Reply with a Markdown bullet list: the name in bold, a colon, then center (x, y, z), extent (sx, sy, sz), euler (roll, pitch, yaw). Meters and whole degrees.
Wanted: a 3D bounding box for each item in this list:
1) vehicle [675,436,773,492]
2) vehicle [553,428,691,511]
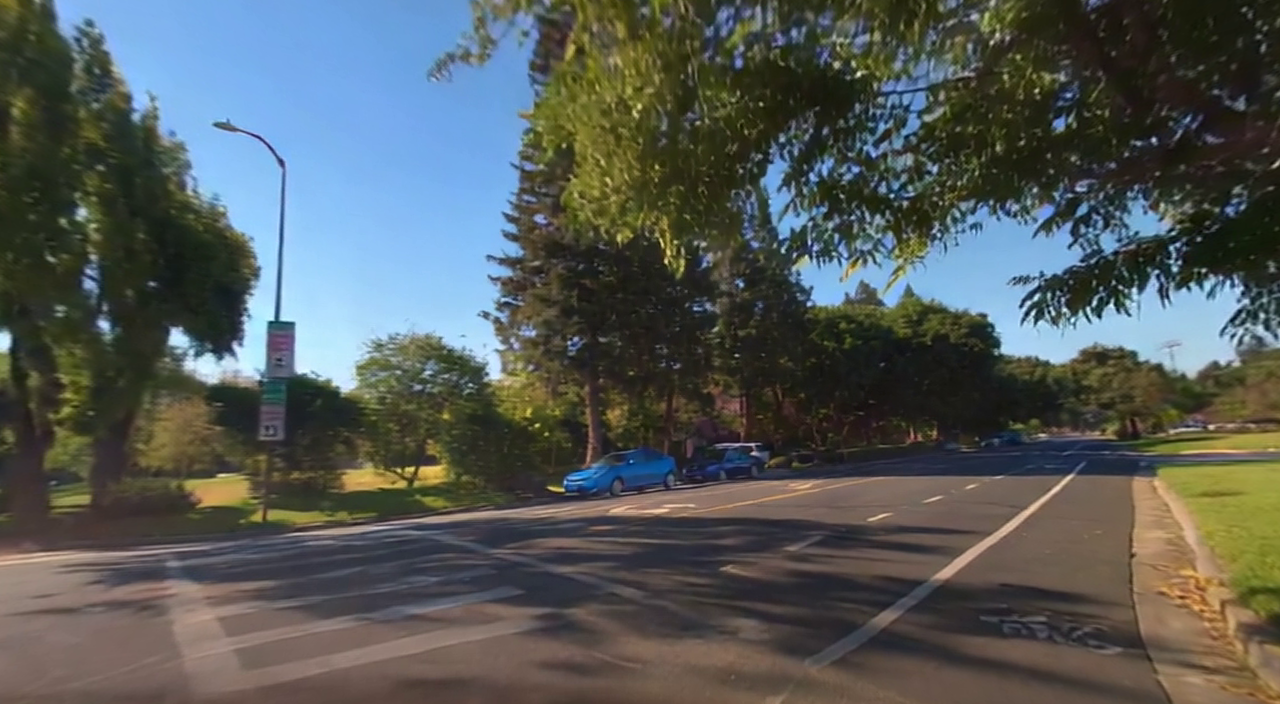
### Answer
- **vehicle**: center (3.792, 4.917, 27.956), extent (2.087, 1.700, 4.467), euler (-11, -6, 38)
- **vehicle**: center (-0.483, 4.130, 22.707), extent (2.159, 1.959, 5.179), euler (-11, -5, 33)
